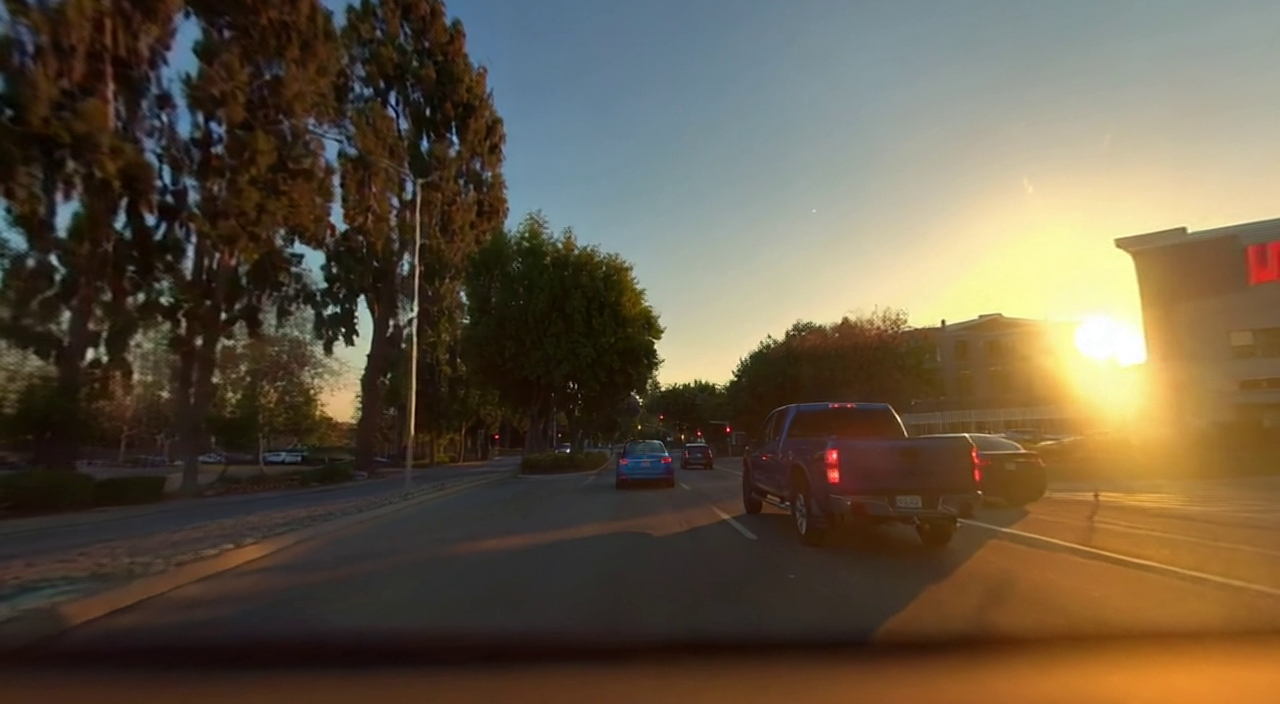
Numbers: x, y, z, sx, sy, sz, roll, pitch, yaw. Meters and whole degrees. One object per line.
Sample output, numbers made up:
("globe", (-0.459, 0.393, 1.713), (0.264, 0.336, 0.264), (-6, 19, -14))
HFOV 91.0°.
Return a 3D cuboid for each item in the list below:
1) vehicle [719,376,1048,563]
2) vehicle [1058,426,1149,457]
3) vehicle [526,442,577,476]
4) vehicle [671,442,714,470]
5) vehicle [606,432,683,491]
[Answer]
("vehicle", (3.158, 1.779, 10.248), (2.731, 2.101, 6.047), (1, -9, -2))
("vehicle", (28.720, 5.575, 39.086), (3.992, 1.669, 1.803), (-3, -9, 3))
("vehicle", (-4.126, 5.034, 29.939), (1.960, 1.475, 4.161), (0, -9, -2))
("vehicle", (2.868, 5.862, 35.531), (1.970, 1.464, 4.249), (0, -9, -1))
("vehicle", (0.078, 3.400, 19.791), (2.145, 1.650, 4.021), (0, -9, -1))
